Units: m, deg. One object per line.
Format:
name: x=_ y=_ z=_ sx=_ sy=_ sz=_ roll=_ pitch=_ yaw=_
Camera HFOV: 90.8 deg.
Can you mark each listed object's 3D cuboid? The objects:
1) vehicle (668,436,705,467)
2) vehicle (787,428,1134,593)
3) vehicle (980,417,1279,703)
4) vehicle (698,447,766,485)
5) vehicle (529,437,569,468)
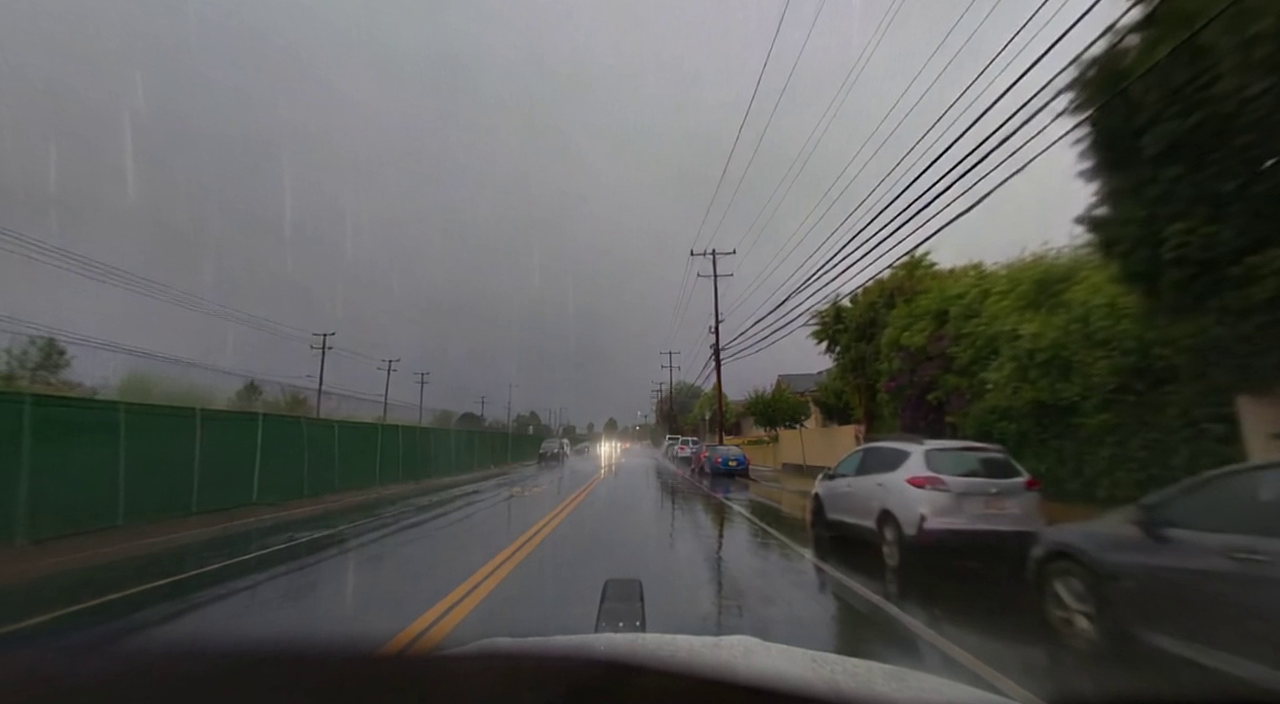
vehicle: x=3.152 y=6.898 z=43.851 sx=2.053 sy=2.005 sz=5.495 roll=0 pitch=-8 yaw=-1
vehicle: x=3.528 y=1.810 z=8.230 sx=2.029 sy=1.513 sz=4.577 roll=0 pitch=-8 yaw=-1
vehicle: x=3.441 y=0.977 z=2.412 sx=1.812 sy=1.454 sz=4.395 roll=0 pitch=-8 yaw=0
vehicle: x=3.495 y=4.414 z=24.832 sx=1.984 sy=1.342 sz=4.066 roll=0 pitch=-8 yaw=-1
vehicle: x=-6.830 y=7.552 z=47.971 sx=2.268 sy=2.154 sz=5.321 roll=0 pitch=-8 yaw=0
